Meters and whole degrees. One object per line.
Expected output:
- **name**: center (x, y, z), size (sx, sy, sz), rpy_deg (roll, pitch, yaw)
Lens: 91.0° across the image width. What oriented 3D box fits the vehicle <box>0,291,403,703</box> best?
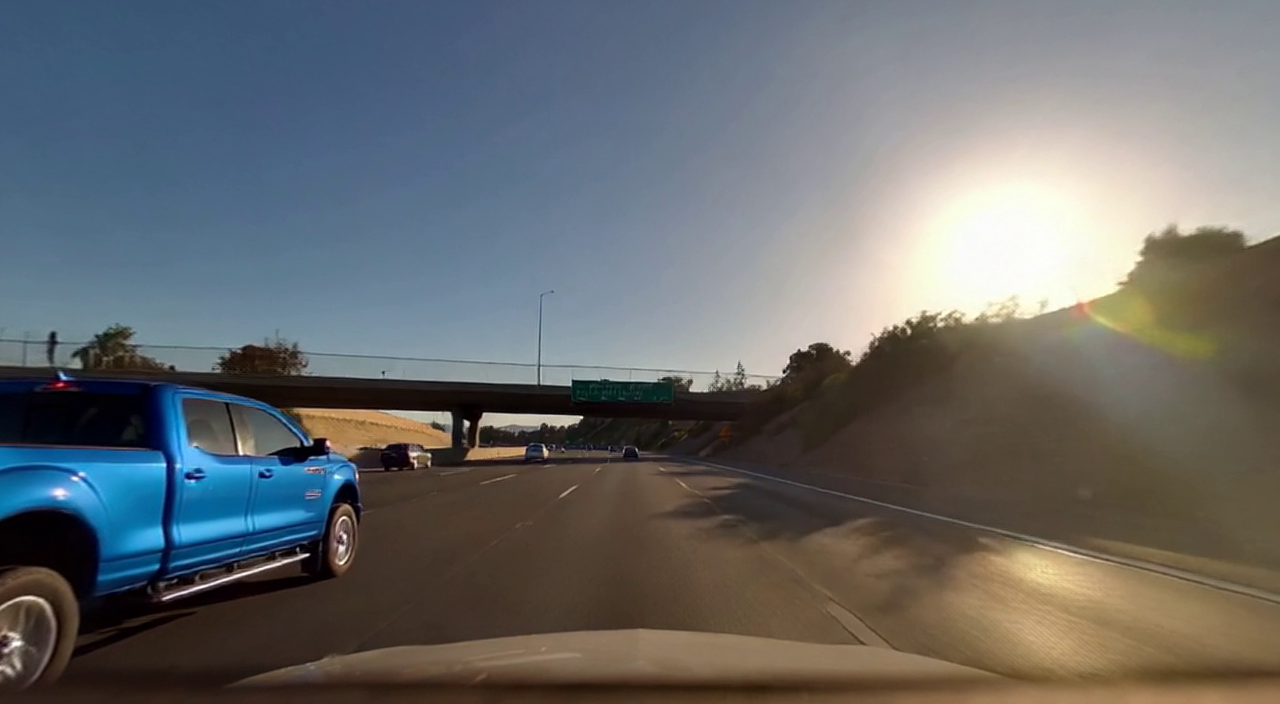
- **vehicle**: center (-4.112, 1.001, 4.664), size (2.339, 2.004, 6.171), rpy_deg (0, -9, 0)
